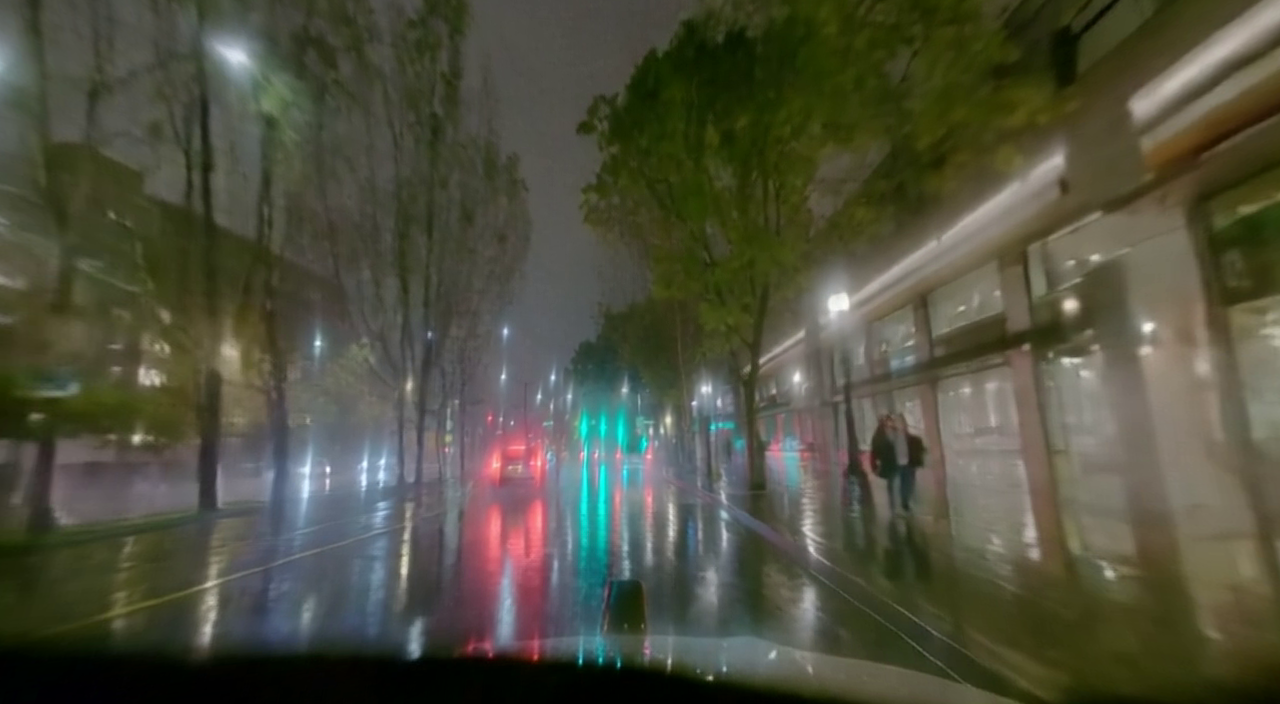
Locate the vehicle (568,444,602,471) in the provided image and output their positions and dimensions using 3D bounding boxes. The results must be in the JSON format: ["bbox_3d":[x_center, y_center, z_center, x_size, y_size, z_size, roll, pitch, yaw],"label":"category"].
[{"bbox_3d":[-3.971,7.694,46.347,2.220,1.847,4.587,0,-9,-2],"label":"vehicle"}]

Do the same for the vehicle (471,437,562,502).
[{"bbox_3d":[-3.580,3.476,19.008,1.940,1.722,3.823,0,-9,0],"label":"vehicle"}]

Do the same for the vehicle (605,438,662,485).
[{"bbox_3d":[-0.292,4.420,25.787,2.120,1.758,3.917,0,-9,-1],"label":"vehicle"}]
